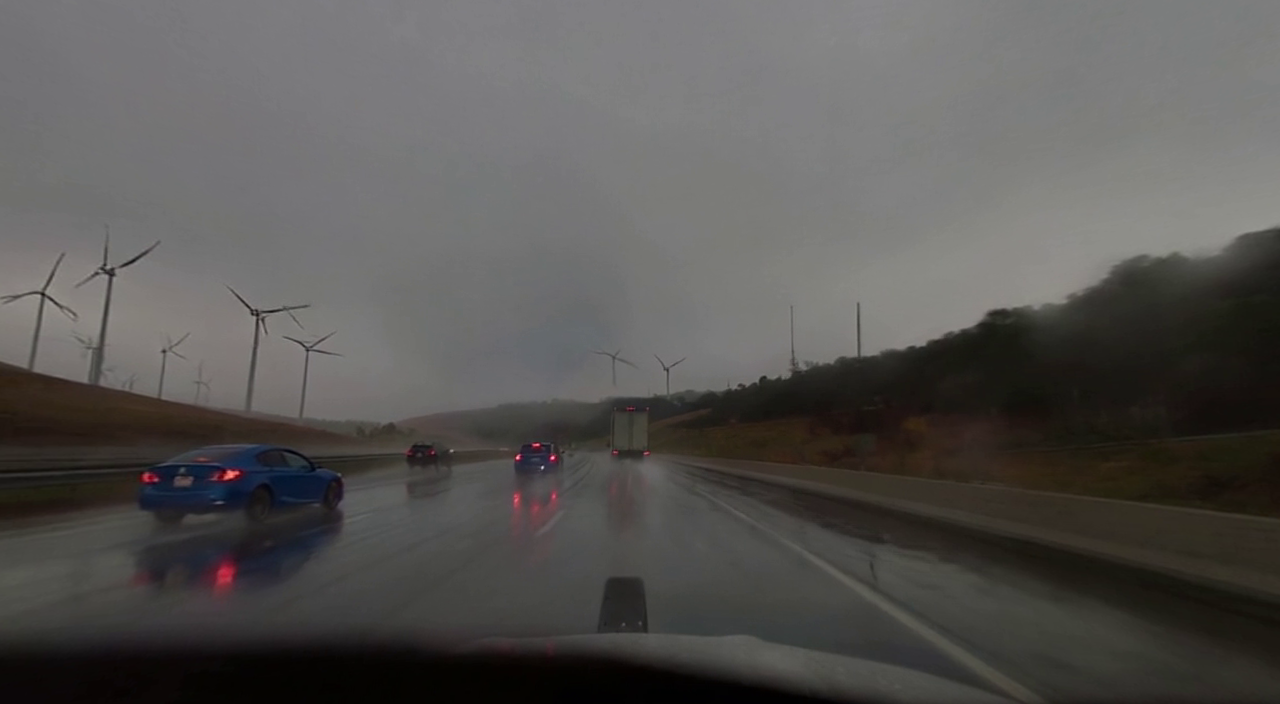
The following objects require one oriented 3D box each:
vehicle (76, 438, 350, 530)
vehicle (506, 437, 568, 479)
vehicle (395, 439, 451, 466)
[{"bbox_3d":[-8.067,2.501,12.619,2.271,1.488,4.597,0,-8,0],"label":"vehicle"},{"bbox_3d":[-4.395,4.584,27.415,2.109,1.684,3.783,0,-8,-1],"label":"vehicle"},{"bbox_3d":[-15.878,7.372,46.274,2.285,1.835,5.672,0,-8,-3],"label":"vehicle"}]
